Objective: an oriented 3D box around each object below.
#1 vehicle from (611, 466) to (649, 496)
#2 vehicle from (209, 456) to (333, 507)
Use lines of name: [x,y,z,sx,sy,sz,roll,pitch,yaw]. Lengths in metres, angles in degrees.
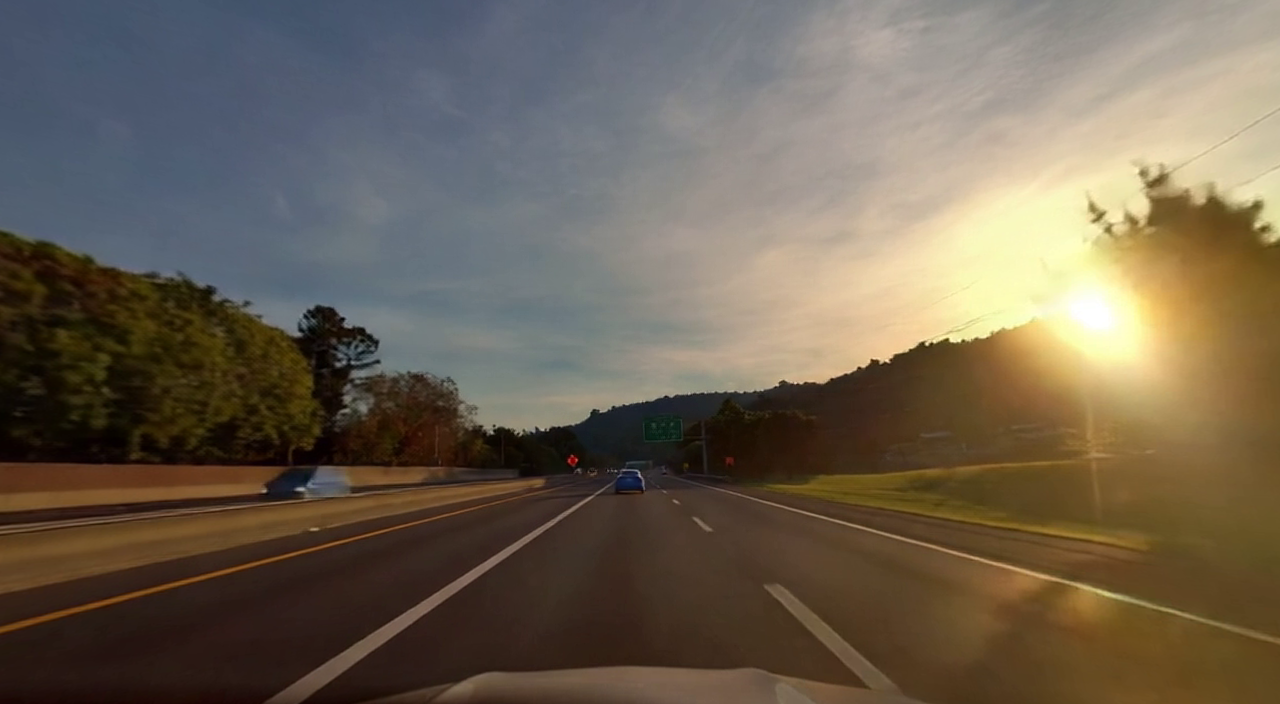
vehicle: [-0.525,7.263,35.645,2.016,1.530,4.009,1,-11,0]
vehicle: [-16.237,5.720,28.165,2.389,1.999,4.977,1,-11,1]
